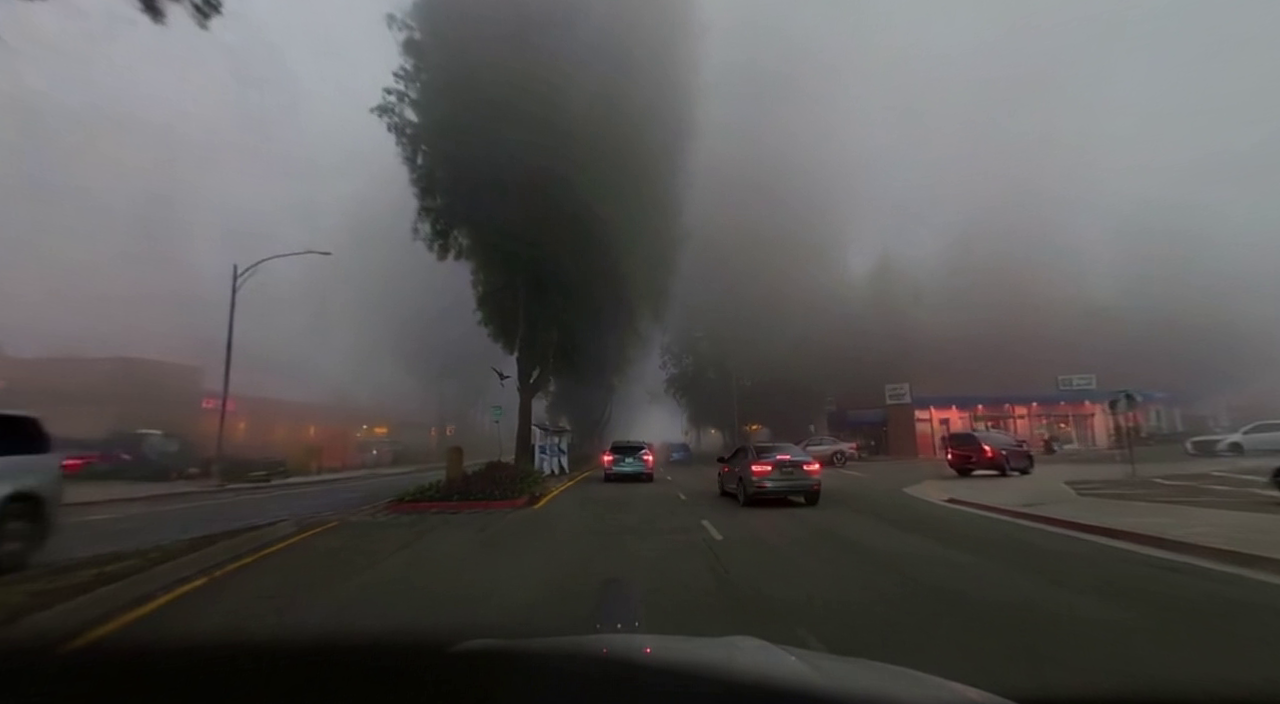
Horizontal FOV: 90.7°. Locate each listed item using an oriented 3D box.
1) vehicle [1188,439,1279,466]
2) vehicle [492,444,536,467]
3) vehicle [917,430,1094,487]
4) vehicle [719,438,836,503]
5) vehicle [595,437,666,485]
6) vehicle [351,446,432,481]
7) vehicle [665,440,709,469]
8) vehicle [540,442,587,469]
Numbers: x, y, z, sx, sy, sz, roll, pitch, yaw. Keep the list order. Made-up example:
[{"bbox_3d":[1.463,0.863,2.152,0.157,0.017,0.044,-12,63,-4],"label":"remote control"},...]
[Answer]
[{"bbox_3d":[33.603,5.544,35.090,4.641,1.440,1.810,0,-8,1],"label":"vehicle"},{"bbox_3d":[-8.556,7.057,43.423,2.116,1.486,4.669,0,-9,0],"label":"vehicle"},{"bbox_3d":[11.387,3.316,19.894,4.291,1.652,2.122,1,-9,-7],"label":"vehicle"},{"bbox_3d":[3.426,3.038,16.670,2.060,1.471,4.168,0,-9,-1],"label":"vehicle"},{"bbox_3d":[-0.307,3.751,22.083,2.232,1.508,4.319,0,-8,0],"label":"vehicle"},{"bbox_3d":[-11.350,5.092,29.245,1.919,1.497,4.565,0,-9,0],"label":"vehicle"},{"bbox_3d":[2.607,5.813,36.028,2.098,1.527,3.966,0,-9,-2],"label":"vehicle"},{"bbox_3d":[-4.467,6.105,37.492,2.129,1.459,4.358,0,-9,1],"label":"vehicle"}]
